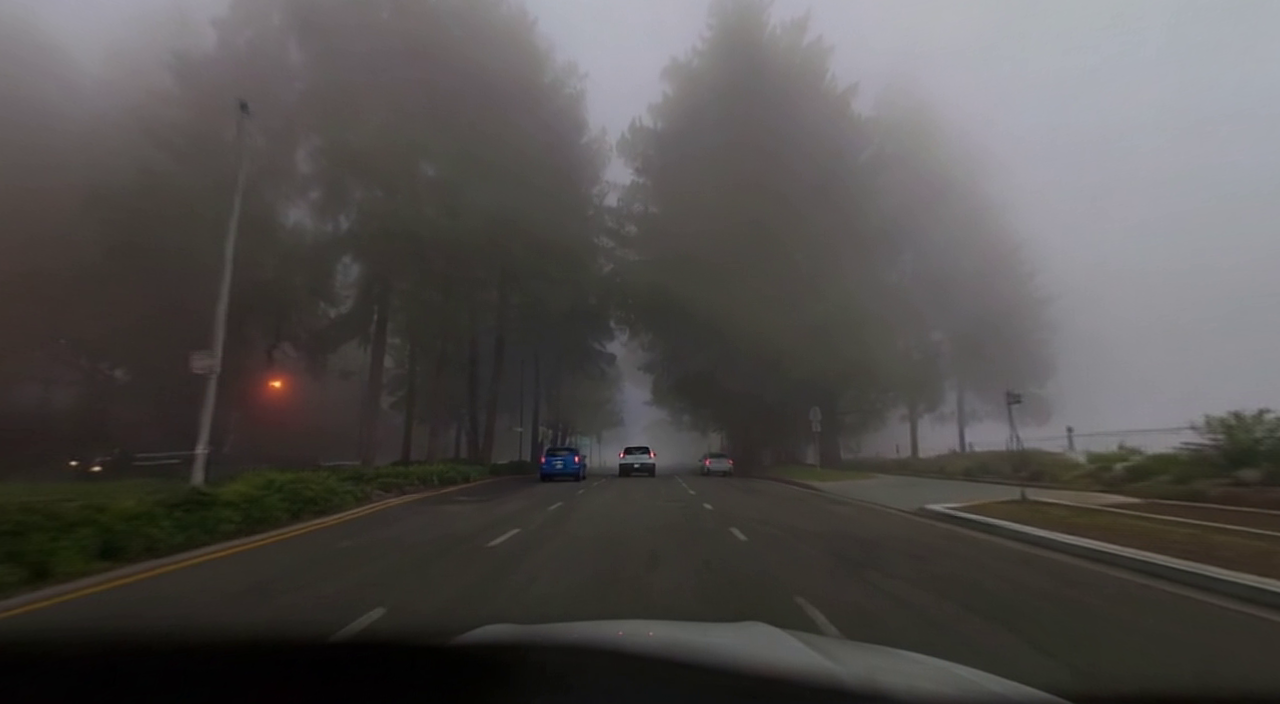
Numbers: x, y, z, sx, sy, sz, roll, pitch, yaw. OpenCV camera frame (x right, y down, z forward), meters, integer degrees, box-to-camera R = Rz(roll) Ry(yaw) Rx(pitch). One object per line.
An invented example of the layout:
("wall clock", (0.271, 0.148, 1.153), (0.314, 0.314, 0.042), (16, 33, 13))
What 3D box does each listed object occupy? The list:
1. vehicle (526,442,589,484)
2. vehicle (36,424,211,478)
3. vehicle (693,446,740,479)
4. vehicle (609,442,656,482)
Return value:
("vehicle", (-3.541, 4.825, 27.775), (2.047, 1.710, 4.314), (0, -8, 2))
("vehicle", (-32.152, 6.310, 40.038), (2.768, 3.022, 9.215), (-1, -10, 5))
("vehicle", (3.810, 5.558, 31.980), (1.847, 1.554, 4.052), (0, -8, -1))
("vehicle", (-0.297, 5.015, 29.082), (2.022, 1.700, 4.084), (0, -8, 1))
